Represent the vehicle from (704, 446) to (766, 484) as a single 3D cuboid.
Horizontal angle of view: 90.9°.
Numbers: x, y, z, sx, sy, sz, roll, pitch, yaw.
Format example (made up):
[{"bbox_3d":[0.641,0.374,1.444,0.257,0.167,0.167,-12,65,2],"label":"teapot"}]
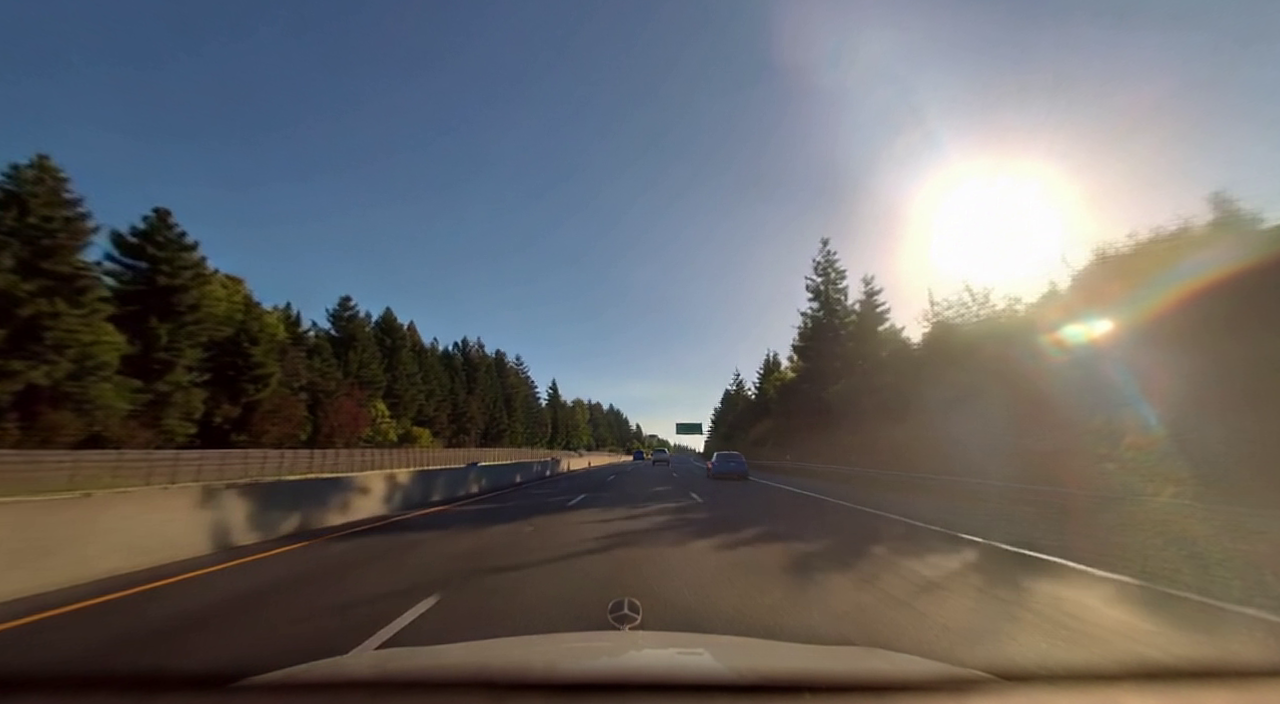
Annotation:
[{"bbox_3d":[4.181,5.072,28.435,2.175,1.574,3.943,0,-9,0],"label":"vehicle"}]
